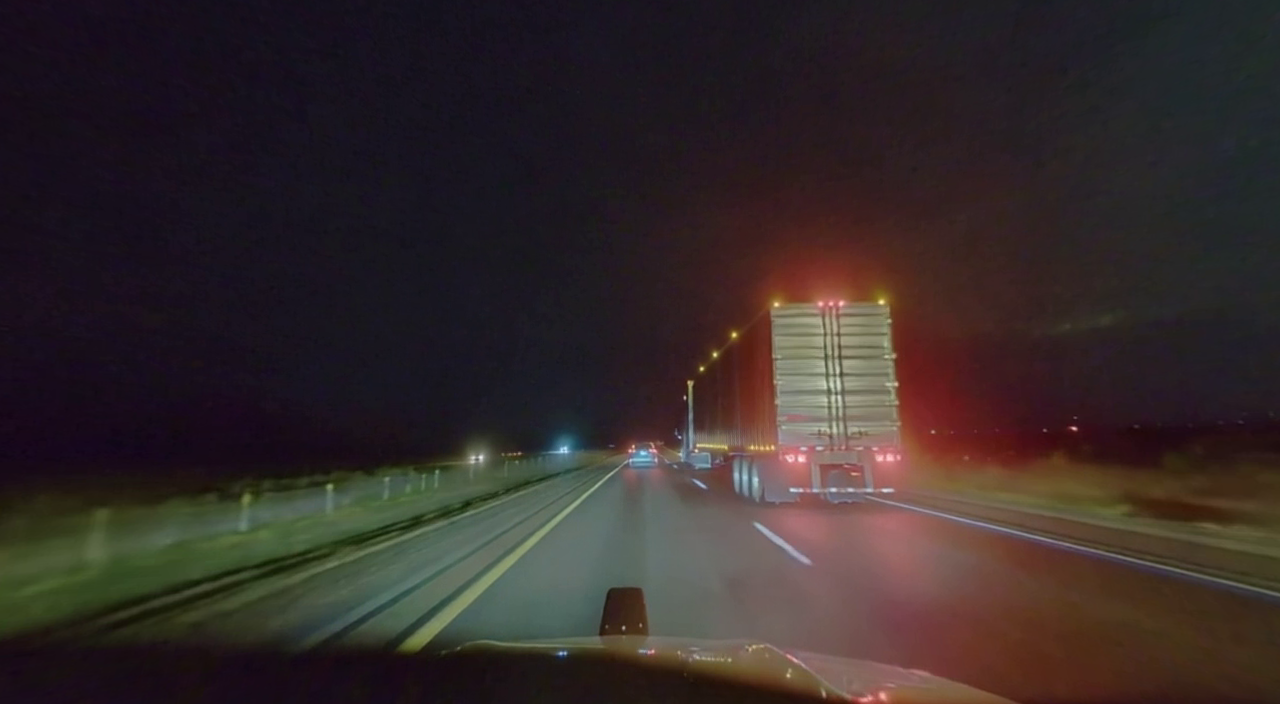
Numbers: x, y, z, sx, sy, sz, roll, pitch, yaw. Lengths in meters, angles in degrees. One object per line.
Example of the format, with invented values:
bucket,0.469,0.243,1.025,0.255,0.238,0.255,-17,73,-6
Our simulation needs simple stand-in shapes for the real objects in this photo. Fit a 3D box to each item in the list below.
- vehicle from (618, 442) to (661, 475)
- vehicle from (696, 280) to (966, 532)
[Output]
vehicle,-0.018,5.240,31.215,1.968,1.515,4.025,0,-9,0
vehicle,3.801,2.012,18.353,2.929,4.158,15.921,0,-9,0
